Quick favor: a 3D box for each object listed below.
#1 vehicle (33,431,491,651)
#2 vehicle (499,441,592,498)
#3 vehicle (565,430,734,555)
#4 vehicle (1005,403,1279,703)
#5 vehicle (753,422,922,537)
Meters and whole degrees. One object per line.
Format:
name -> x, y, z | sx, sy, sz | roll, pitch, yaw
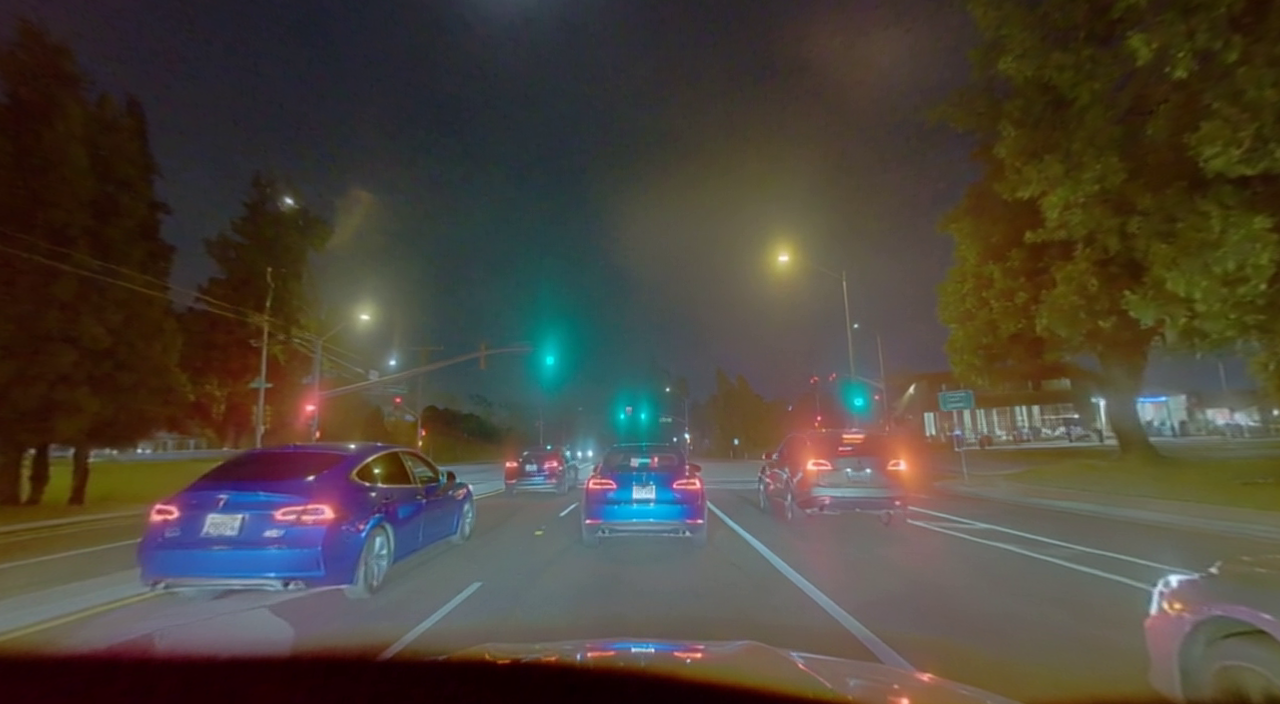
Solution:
vehicle -> -3.121, 1.631, 6.582 | 2.015, 1.478, 4.407 | 0, -9, 0
vehicle -> -2.732, 3.524, 19.327 | 2.089, 1.537, 4.073 | -1, -9, 2
vehicle -> 0.115, 2.113, 10.225 | 2.144, 1.563, 4.218 | 0, -9, 0
vehicle -> 3.311, 0.851, 1.638 | 1.951, 1.522, 4.614 | 0, -9, 0
vehicle -> 3.461, 2.306, 11.950 | 1.938, 1.732, 4.006 | 1, -9, 0
